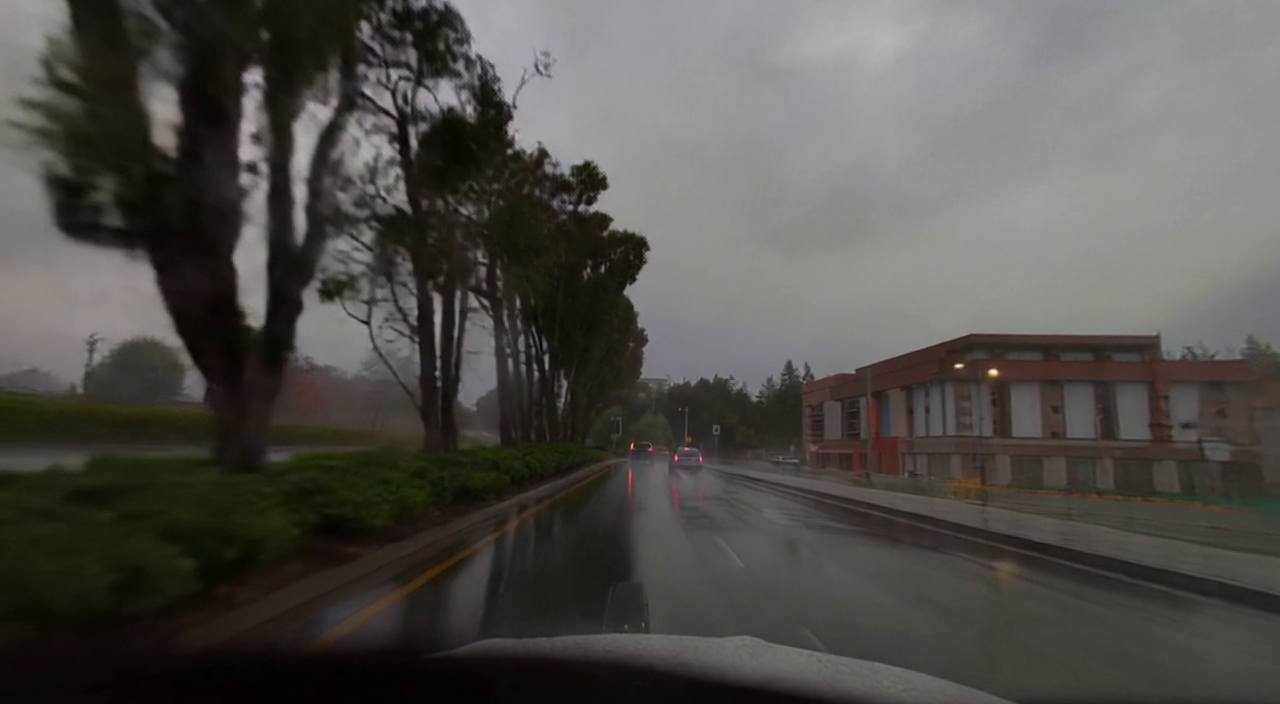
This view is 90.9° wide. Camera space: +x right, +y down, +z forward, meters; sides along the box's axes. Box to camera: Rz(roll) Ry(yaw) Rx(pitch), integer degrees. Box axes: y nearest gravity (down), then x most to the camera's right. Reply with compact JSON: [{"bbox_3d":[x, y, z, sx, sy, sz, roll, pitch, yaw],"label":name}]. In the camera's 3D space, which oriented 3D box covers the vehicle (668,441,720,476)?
[{"bbox_3d":[2.394,4.876,29.095,1.956,1.473,4.640,0,-8,-1],"label":"vehicle"}]
